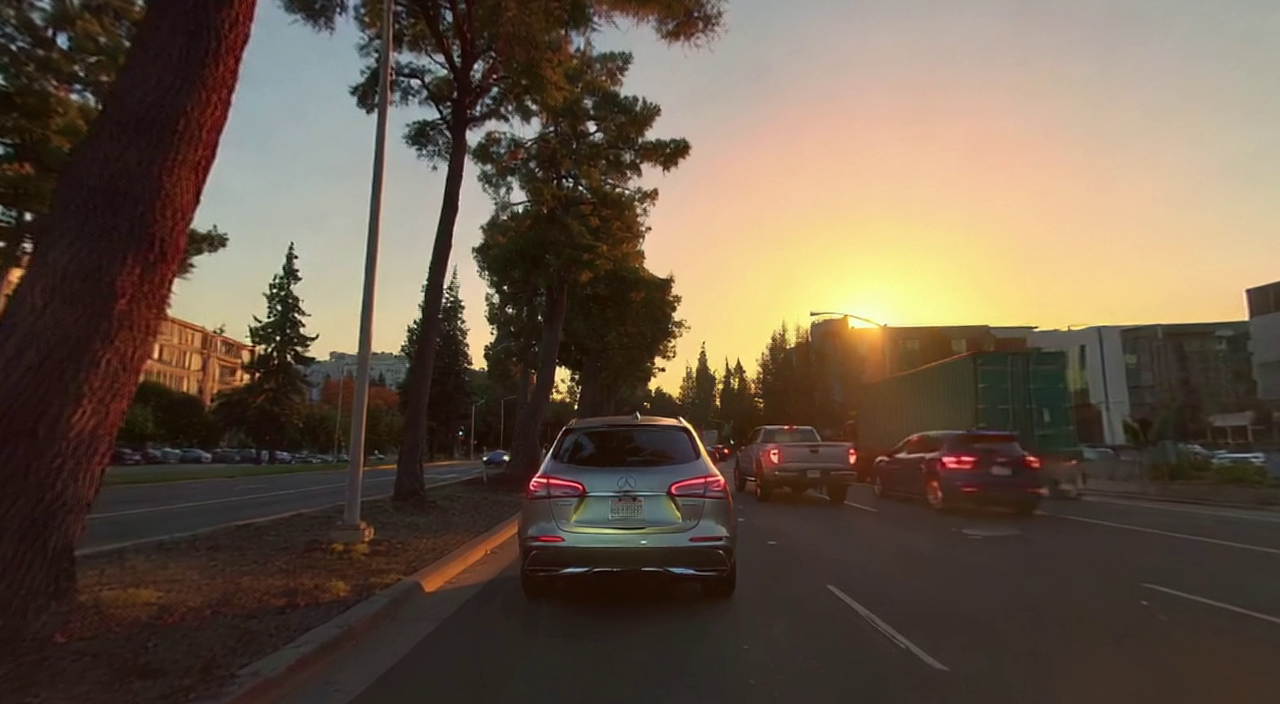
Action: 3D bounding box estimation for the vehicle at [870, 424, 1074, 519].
[{"bbox_3d":[7.244,2.644,14.466,2.024,1.810,4.807,0,-8,0],"label":"vehicle"}]

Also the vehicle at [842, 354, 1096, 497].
[{"bbox_3d":[10.999,2.870,23.226,3.025,3.993,11.243,0,-9,-1],"label":"vehicle"}]

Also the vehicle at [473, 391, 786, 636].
[{"bbox_3d":[-0.097,1.428,6.484,2.172,1.694,4.055,0,-8,-1],"label":"vehicle"}]

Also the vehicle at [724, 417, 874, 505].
[{"bbox_3d":[4.006,2.938,17.356,2.440,1.962,6.363,0,-8,0],"label":"vehicle"}]
